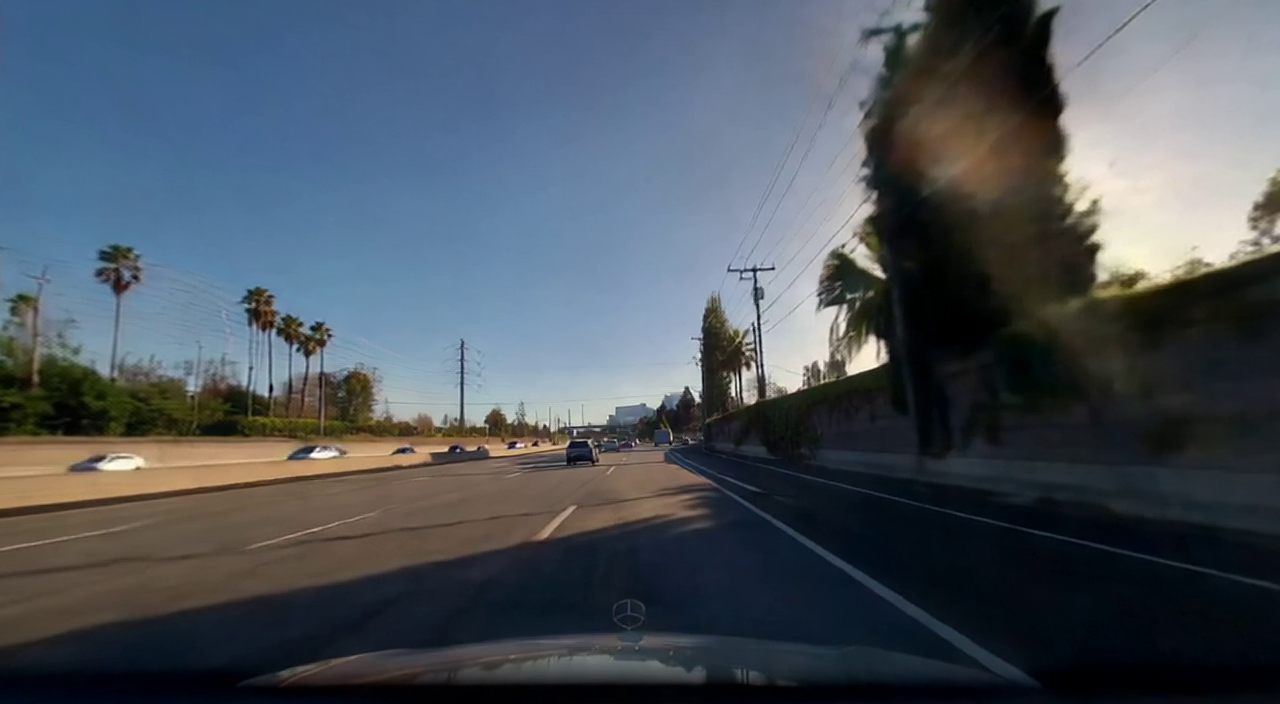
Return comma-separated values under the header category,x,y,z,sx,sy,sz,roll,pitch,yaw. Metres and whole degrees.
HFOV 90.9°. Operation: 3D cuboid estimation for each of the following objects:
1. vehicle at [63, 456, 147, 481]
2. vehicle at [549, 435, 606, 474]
category,x,y,z,sx,sy,sz,roll,pitch,yaw
vehicle,-35.546,7.726,42.065,1.758,1.459,4.364,0,-8,0
vehicle,-2.697,4.555,28.157,2.029,1.609,3.935,0,-8,2
